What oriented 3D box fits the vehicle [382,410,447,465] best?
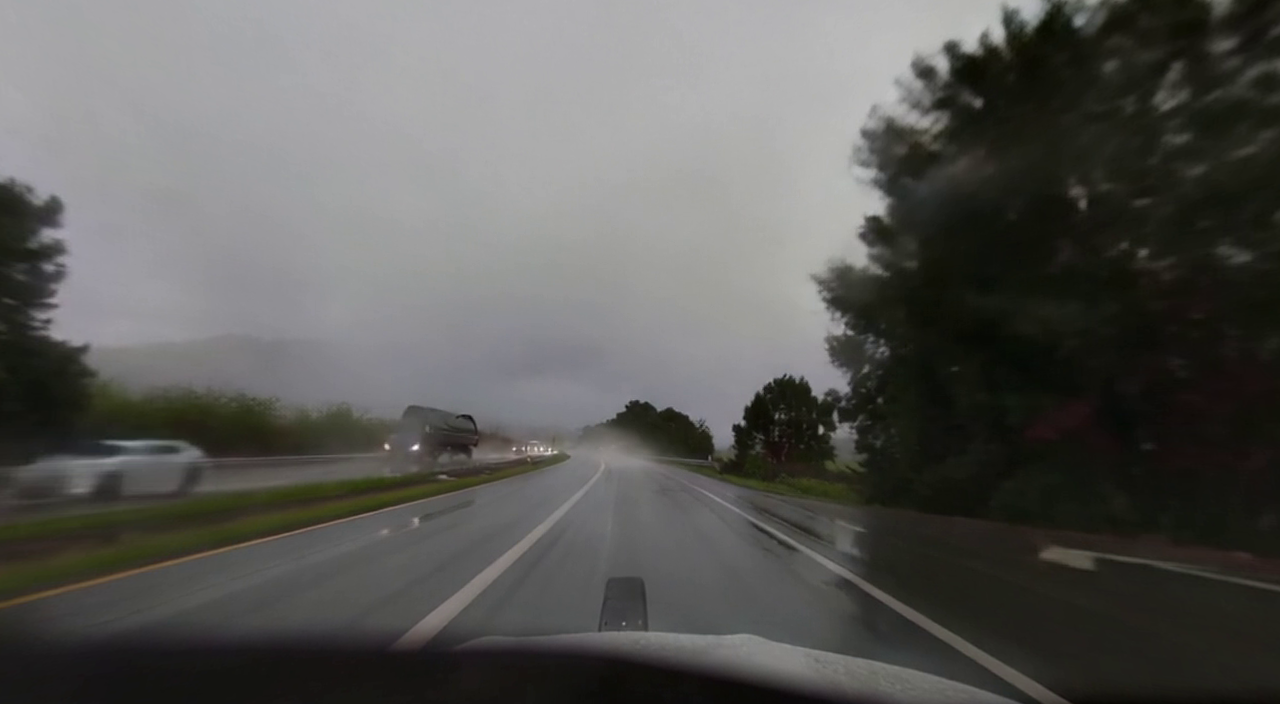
[{"bbox_3d":[-17.214,6.667,48.528,3.031,3.950,5.826,0,-9,-3],"label":"vehicle"}]

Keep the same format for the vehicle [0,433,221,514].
[{"bbox_3d":[-12.012,2.615,13.996,2.540,1.509,4.188,0,-9,-1],"label":"vehicle"}]
